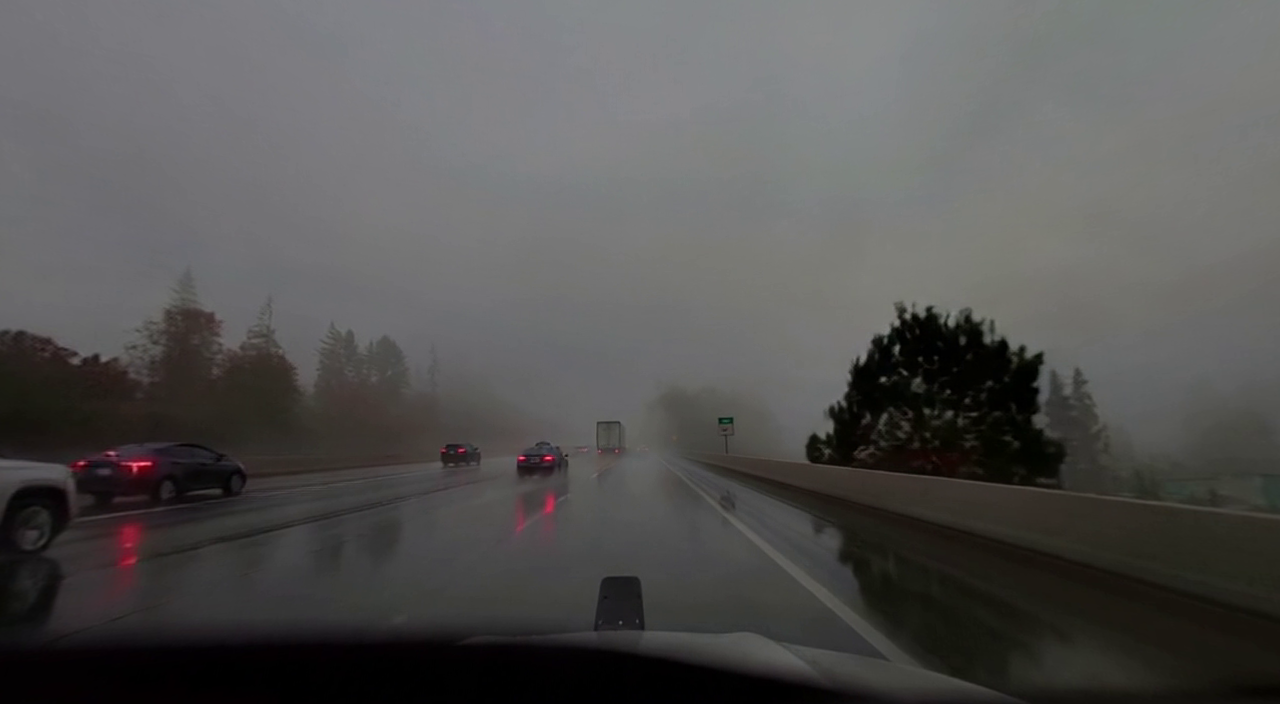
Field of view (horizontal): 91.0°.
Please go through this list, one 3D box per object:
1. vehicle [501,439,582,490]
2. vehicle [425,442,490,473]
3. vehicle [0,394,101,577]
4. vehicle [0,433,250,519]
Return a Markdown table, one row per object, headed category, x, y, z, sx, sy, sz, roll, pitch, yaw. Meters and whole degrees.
| category | x | y | z | sx | sy | sz | roll | pitch | yaw |
| --- | --- | --- | --- | --- | --- | --- | --- | --- | --- |
| vehicle | -3.218 | 3.770 | 21.389 | 1.931 | 1.528 | 4.126 | 0 | -8 | 2 |
| vehicle | -9.514 | 5.522 | 33.153 | 2.036 | 1.506 | 4.358 | 0 | -9 | 1 |
| vehicle | -7.392 | 1.048 | 4.462 | 2.115 | 1.778 | 5.572 | 0 | -9 | 1 |
| vehicle | -11.007 | 2.541 | 13.564 | 1.920 | 1.476 | 4.973 | 0 | -9 | 1 |
